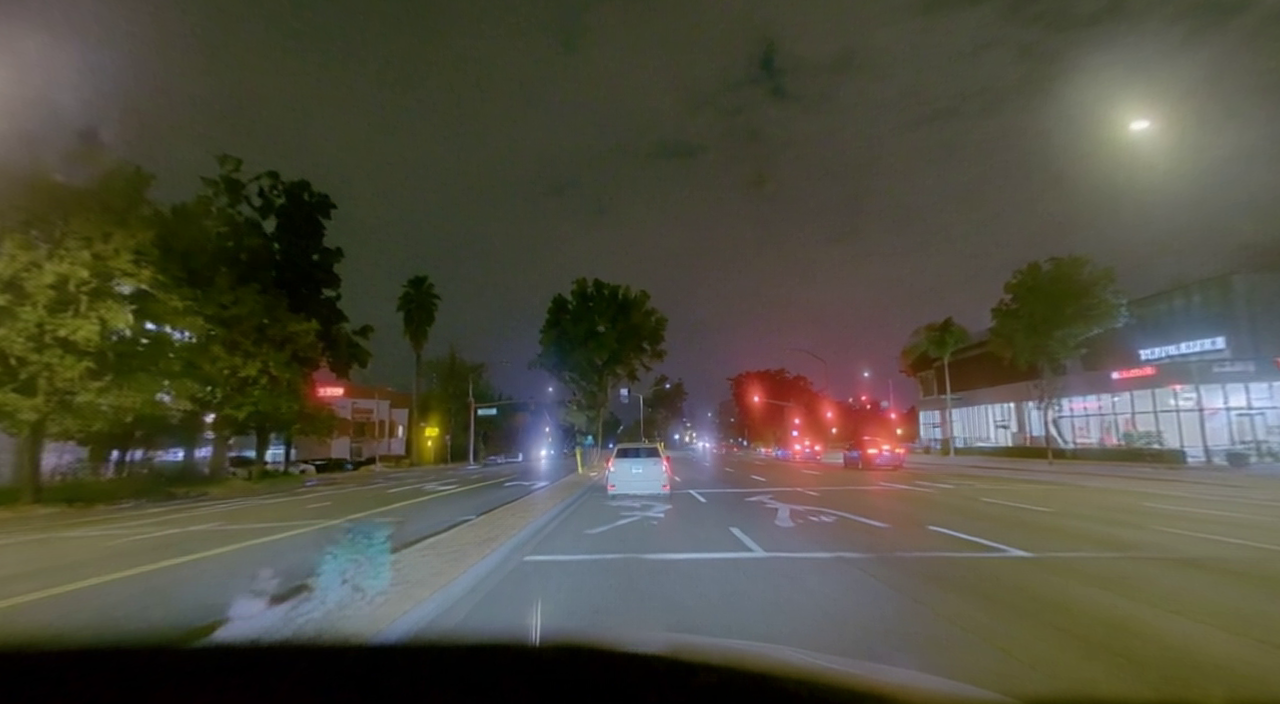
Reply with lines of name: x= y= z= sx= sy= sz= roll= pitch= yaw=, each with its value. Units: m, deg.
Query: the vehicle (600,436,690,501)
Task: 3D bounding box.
vehicle: x=0.083 y=2.972 z=16.521 sx=2.064 sy=1.477 sz=3.968 roll=0 pitch=-8 yaw=-1

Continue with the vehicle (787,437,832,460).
vehicle: x=13.294 y=7.597 z=49.864 sx=1.981 sy=1.746 sz=5.375 roll=0 pitch=-8 yaw=0

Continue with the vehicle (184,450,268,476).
vehicle: x=-31.403 y=8.396 z=48.026 sx=2.114 sy=1.809 sz=4.758 roll=-6 pitch=-11 yaw=37

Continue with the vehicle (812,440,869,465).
vehicle: x=12.757 y=6.405 z=40.470 sx=2.059 sy=1.482 sz=4.568 roll=0 pitch=-8 yaw=-1
